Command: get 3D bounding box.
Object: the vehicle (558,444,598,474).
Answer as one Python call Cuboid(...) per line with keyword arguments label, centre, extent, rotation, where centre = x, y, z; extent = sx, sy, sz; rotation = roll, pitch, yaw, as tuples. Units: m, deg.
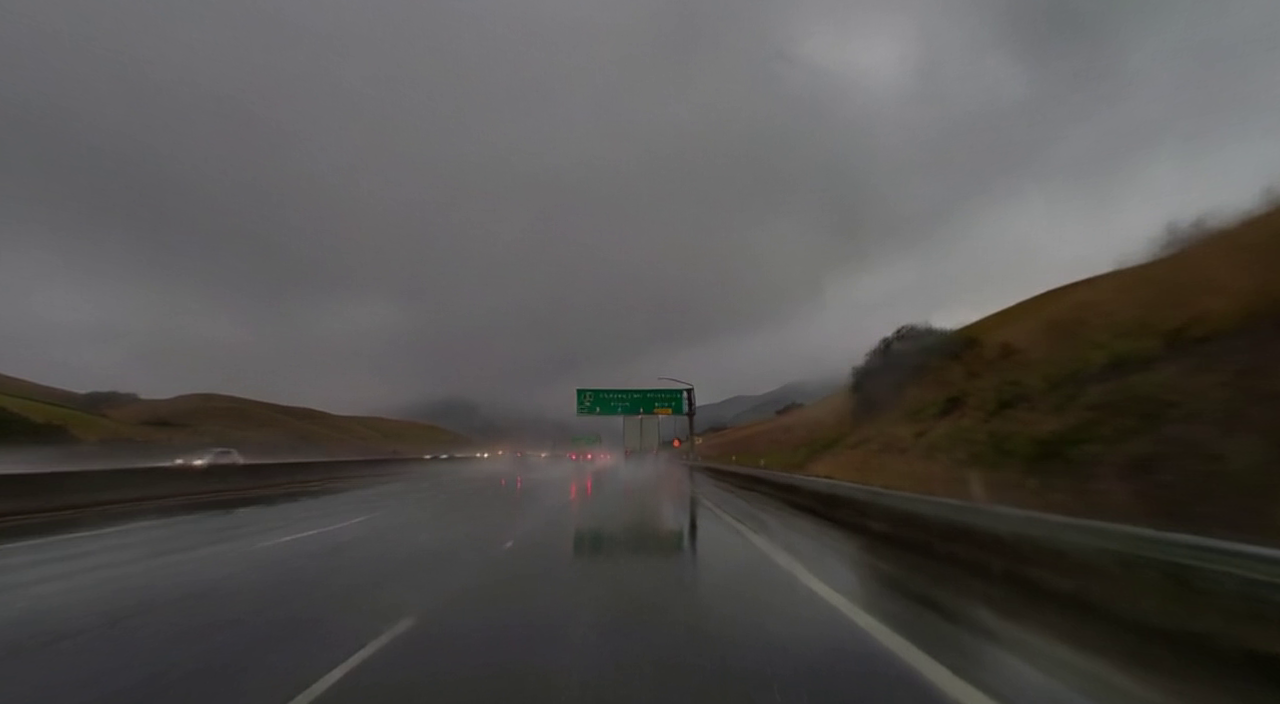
Cuboid(label="vehicle", centre=(-3.873, 6.727, 39.887), extent=(2.053, 1.746, 4.508), rotation=(0, -9, 0))
